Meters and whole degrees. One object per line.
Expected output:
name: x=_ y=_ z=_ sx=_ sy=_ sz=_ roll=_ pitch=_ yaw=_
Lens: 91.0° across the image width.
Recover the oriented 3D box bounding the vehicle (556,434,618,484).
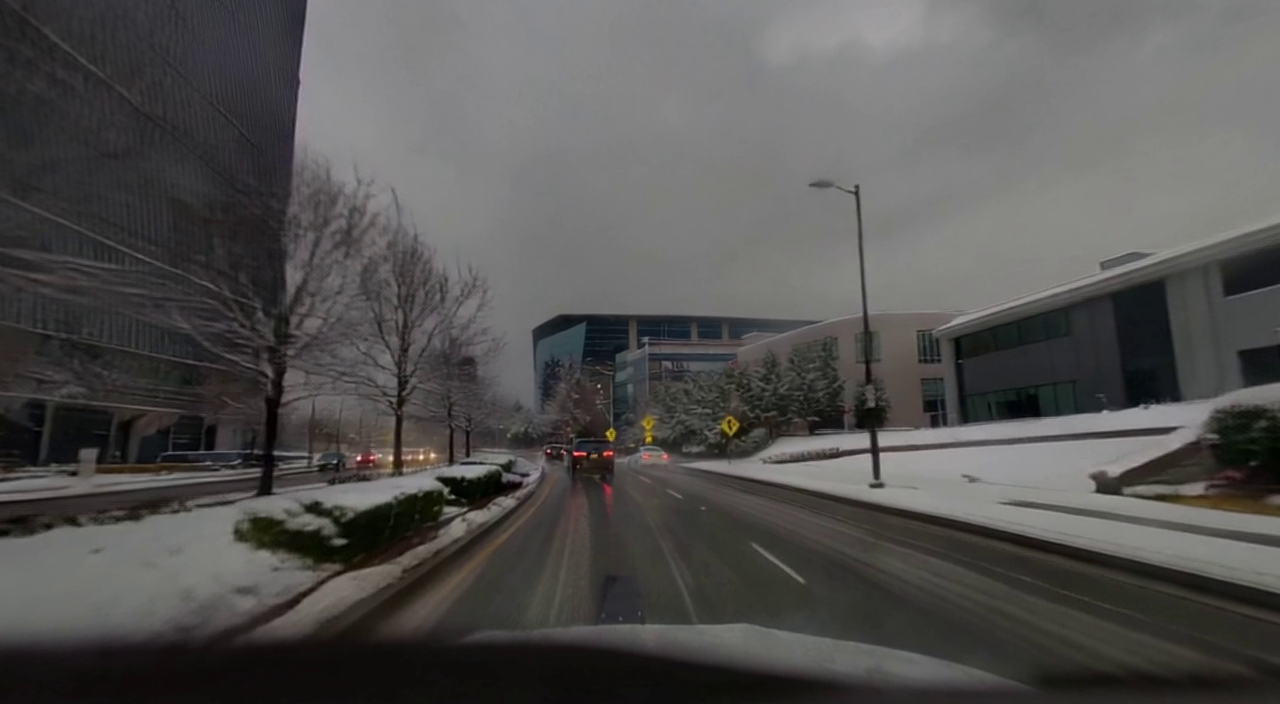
vehicle: x=-2.073 y=4.147 z=24.611 sx=2.173 sy=1.761 sz=4.374 roll=1 pitch=-9 yaw=-5

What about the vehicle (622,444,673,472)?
vehicle: x=0.357 y=6.125 z=36.500 sx=2.116 sy=1.506 sz=4.355 roll=2 pitch=-9 yaw=-11
